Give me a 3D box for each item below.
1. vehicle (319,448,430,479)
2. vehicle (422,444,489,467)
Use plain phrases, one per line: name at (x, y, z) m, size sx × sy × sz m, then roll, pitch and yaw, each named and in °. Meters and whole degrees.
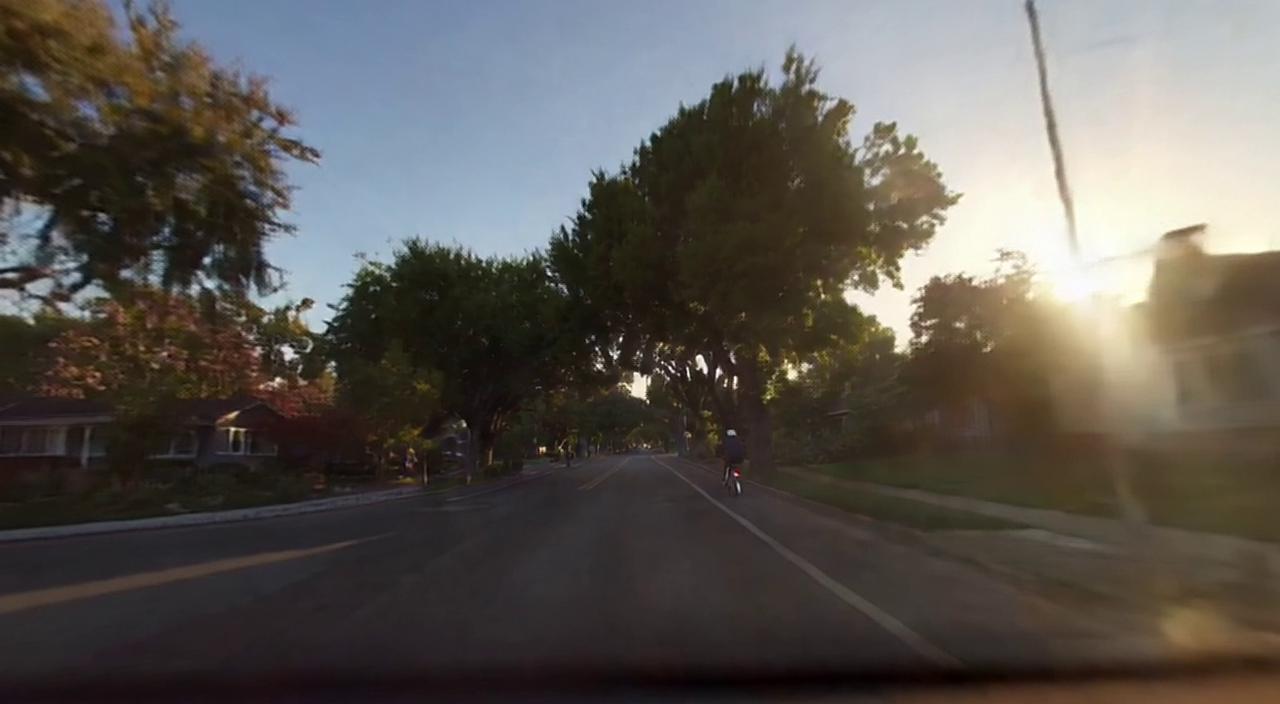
vehicle at (-13.219, 5.560, 31.728) m, size 4.717 × 1.465 × 1.887 m, roll 1°, pitch -9°, yaw -3°
vehicle at (-14.231, 8.011, 48.930) m, size 4.587 × 1.722 × 1.906 m, roll 1°, pitch -9°, yaw -2°
